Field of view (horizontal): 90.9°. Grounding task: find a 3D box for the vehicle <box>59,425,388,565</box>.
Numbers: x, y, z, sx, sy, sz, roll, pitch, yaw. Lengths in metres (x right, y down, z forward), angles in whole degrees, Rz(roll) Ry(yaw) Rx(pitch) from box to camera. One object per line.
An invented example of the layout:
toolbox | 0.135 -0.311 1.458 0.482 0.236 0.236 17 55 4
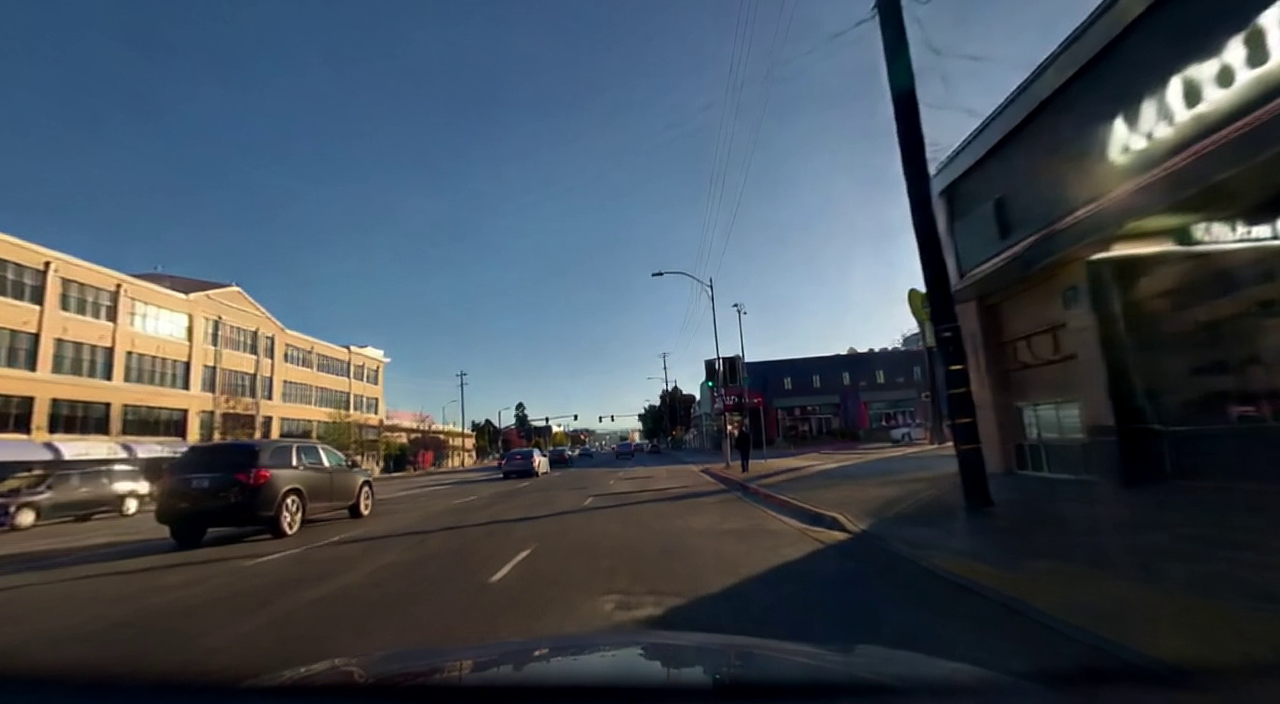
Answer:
vehicle | -6.116 2.124 10.220 2.007 1.698 4.759 0 -9 1

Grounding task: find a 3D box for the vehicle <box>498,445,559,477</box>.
vehicle | -5.412 5.363 31.328 2.030 1.488 4.650 -1 -9 2
